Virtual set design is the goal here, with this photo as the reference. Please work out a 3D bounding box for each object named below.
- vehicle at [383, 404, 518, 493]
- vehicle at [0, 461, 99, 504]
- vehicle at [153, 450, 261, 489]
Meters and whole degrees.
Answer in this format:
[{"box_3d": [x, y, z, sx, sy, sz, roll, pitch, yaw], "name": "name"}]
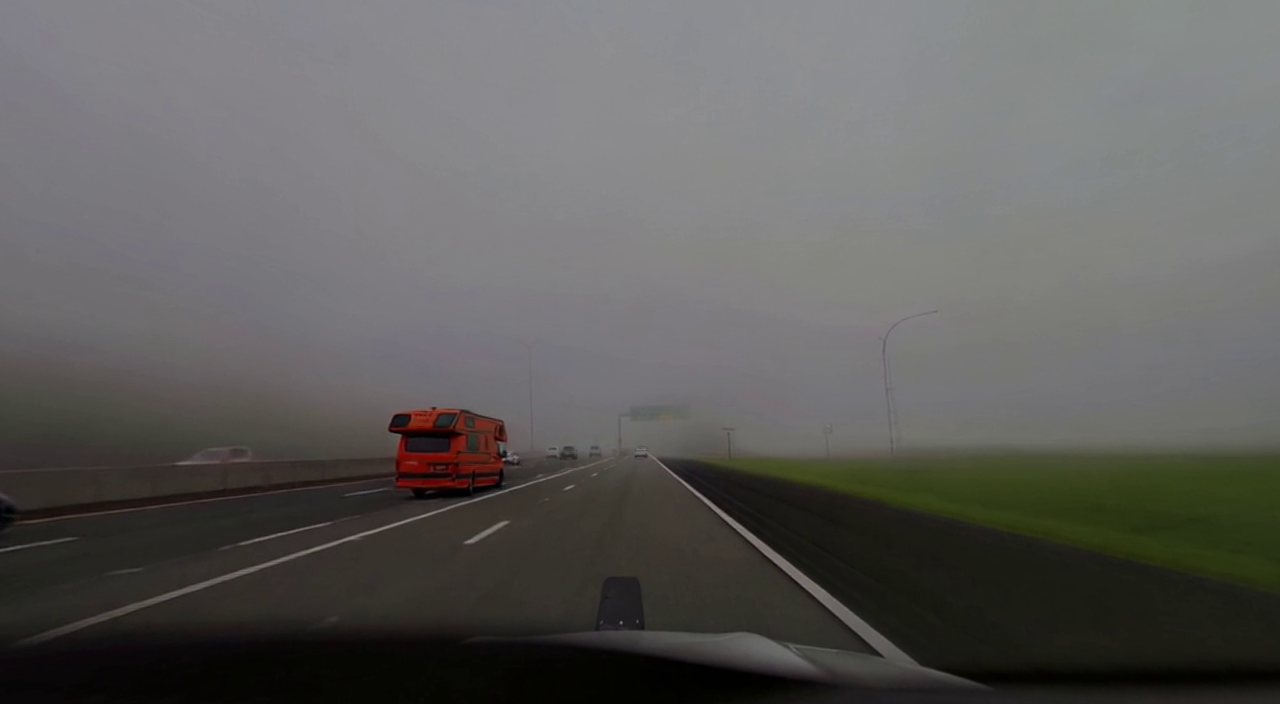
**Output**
[{"box_3d": [-6.998, 3.745, 24.687, 2.747, 2.934, 7.411, 0, -8, 2], "name": "vehicle"}, {"box_3d": [-23.626, 4.979, 24.443, 1.890, 1.433, 3.874, 0, -8, -1], "name": "vehicle"}, {"box_3d": [-19.158, 5.184, 28.188, 1.826, 1.527, 4.196, 0, -8, 0], "name": "vehicle"}]
